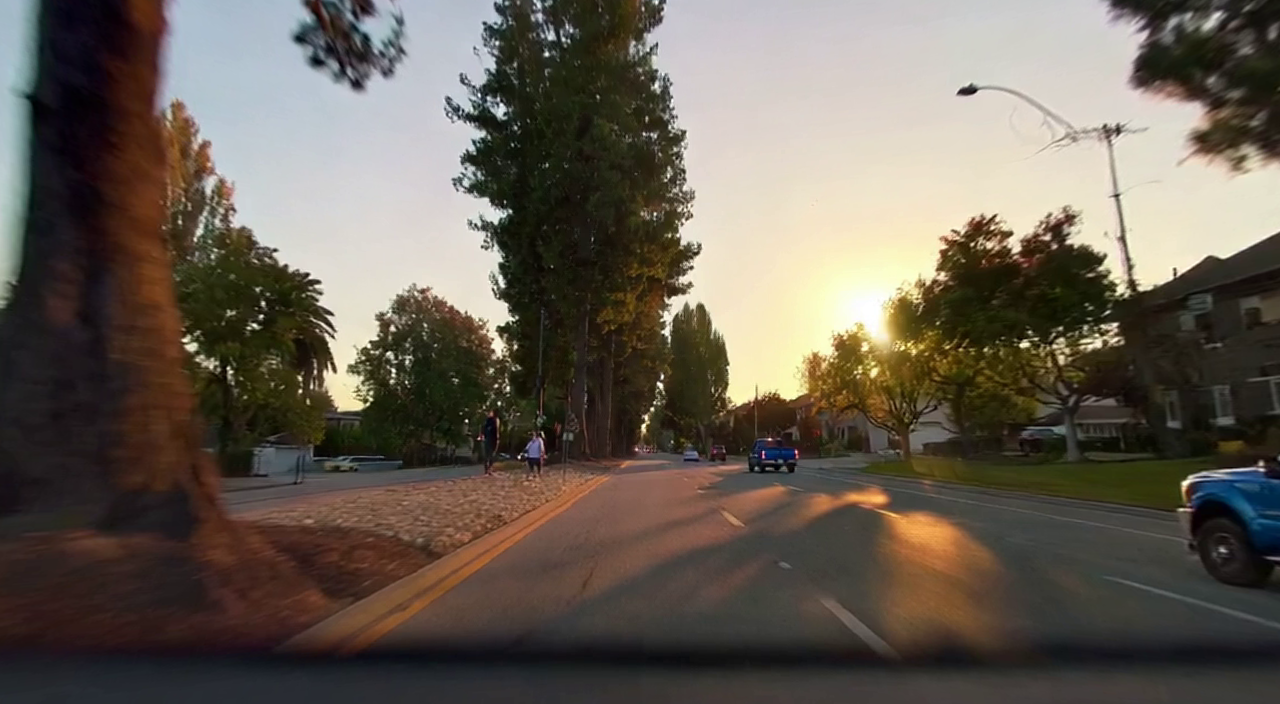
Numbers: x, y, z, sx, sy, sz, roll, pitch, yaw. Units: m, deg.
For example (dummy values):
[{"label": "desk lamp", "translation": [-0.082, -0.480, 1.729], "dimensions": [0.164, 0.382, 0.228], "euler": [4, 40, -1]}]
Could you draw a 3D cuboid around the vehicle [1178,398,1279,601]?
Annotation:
[{"label": "vehicle", "translation": [6.342, 1.037, 3.958], "dimensions": [1.991, 1.684, 4.425], "euler": [0, -8, 0]}]

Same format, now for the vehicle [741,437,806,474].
[{"label": "vehicle", "translation": [6.905, 5.456, 33.374], "dimensions": [2.262, 1.769, 5.666], "euler": [0, -8, 0]}]
